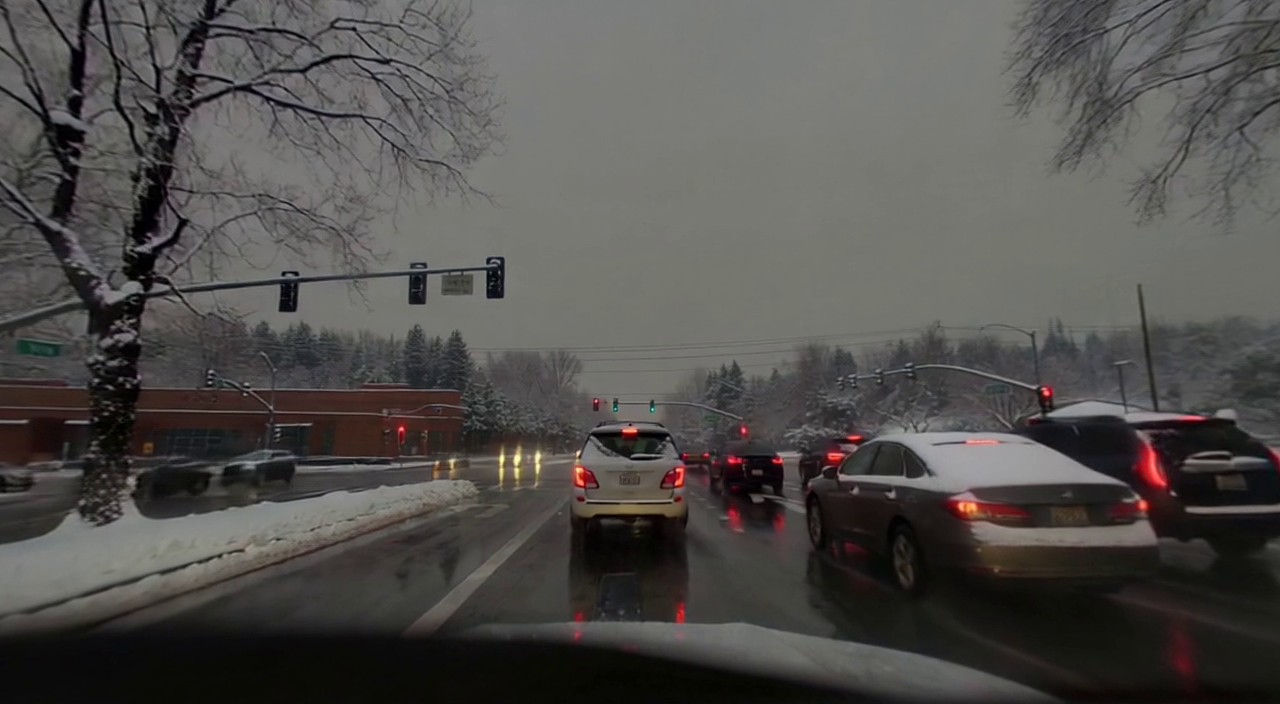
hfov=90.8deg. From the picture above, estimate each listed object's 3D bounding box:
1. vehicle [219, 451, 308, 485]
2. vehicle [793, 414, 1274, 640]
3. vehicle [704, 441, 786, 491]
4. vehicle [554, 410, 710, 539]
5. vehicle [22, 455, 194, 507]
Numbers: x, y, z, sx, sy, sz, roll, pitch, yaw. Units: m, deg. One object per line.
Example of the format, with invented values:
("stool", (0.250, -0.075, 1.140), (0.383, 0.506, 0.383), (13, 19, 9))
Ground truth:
("vehicle", (-20.916, 6.427, 35.359), (2.138, 1.708, 4.589), (-1, -9, 1))
("vehicle", (3.348, 1.578, 6.866), (2.034, 1.558, 4.774), (0, -9, -2))
("vehicle", (3.496, 3.879, 21.820), (2.004, 1.523, 4.263), (0, -9, -1))
("vehicle", (-0.148, 2.088, 11.322), (2.236, 1.827, 4.316), (0, -9, -1))
("vehicle", (-17.413, 4.217, 21.056), (1.836, 1.468, 4.449), (0, -9, 0))
